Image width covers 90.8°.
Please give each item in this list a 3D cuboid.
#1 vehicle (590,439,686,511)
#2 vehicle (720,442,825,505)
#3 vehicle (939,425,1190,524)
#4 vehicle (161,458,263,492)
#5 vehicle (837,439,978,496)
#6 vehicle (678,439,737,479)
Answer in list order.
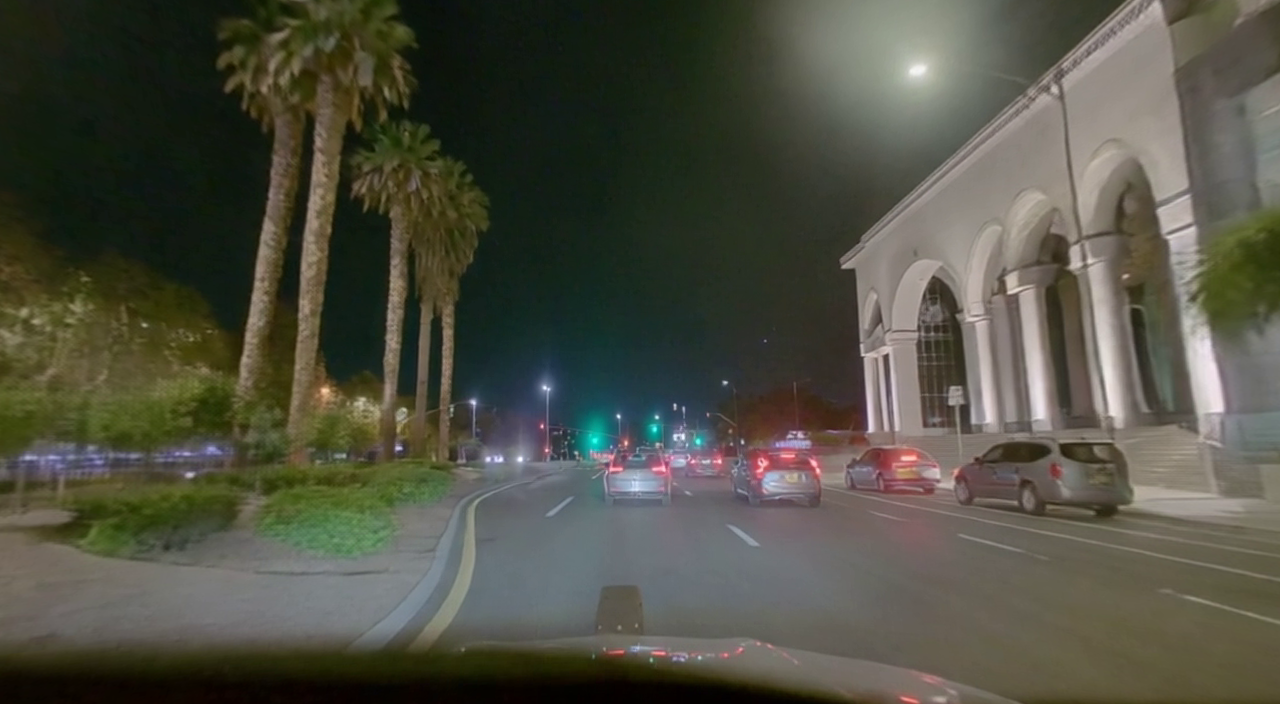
[{"bbox_3d":[-0.088,2.898,15.421,2.050,1.521,3.747,0,-8,-1],"label":"vehicle"},{"bbox_3d":[3.396,3.184,17.051,1.833,1.465,4.258,0,-8,-1],"label":"vehicle"},{"bbox_3d":[8.552,2.488,13.453,1.994,1.715,4.777,0,-8,0],"label":"vehicle"},{"bbox_3d":[-21.012,6.020,31.310,1.856,1.429,4.672,0,-8,-1],"label":"vehicle"},{"bbox_3d":[8.182,3.544,19.966,1.970,1.559,4.911,0,-8,-5],"label":"vehicle"},{"bbox_3d":[3.408,5.572,33.511,2.127,1.854,7.971,0,-8,-1],"label":"vehicle"}]
